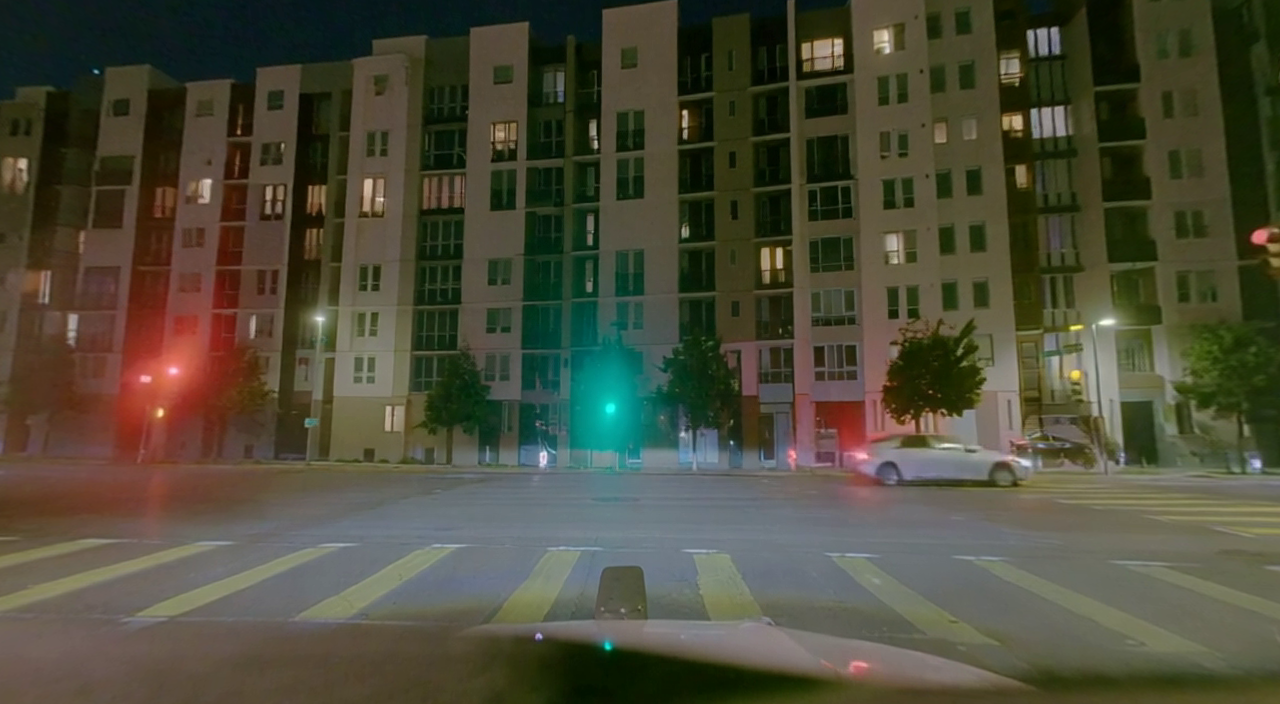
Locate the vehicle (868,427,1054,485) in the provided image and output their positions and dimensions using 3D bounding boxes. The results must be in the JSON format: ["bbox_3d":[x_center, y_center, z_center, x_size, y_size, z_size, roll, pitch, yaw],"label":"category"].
[{"bbox_3d":[10.464,3.428,20.867,4.980,1.792,2.042,0,-9,1],"label":"vehicle"}]

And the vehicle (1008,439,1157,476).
[{"bbox_3d":[18.606,4.456,26.687,4.823,1.458,1.914,0,-9,-1],"label":"vehicle"}]
